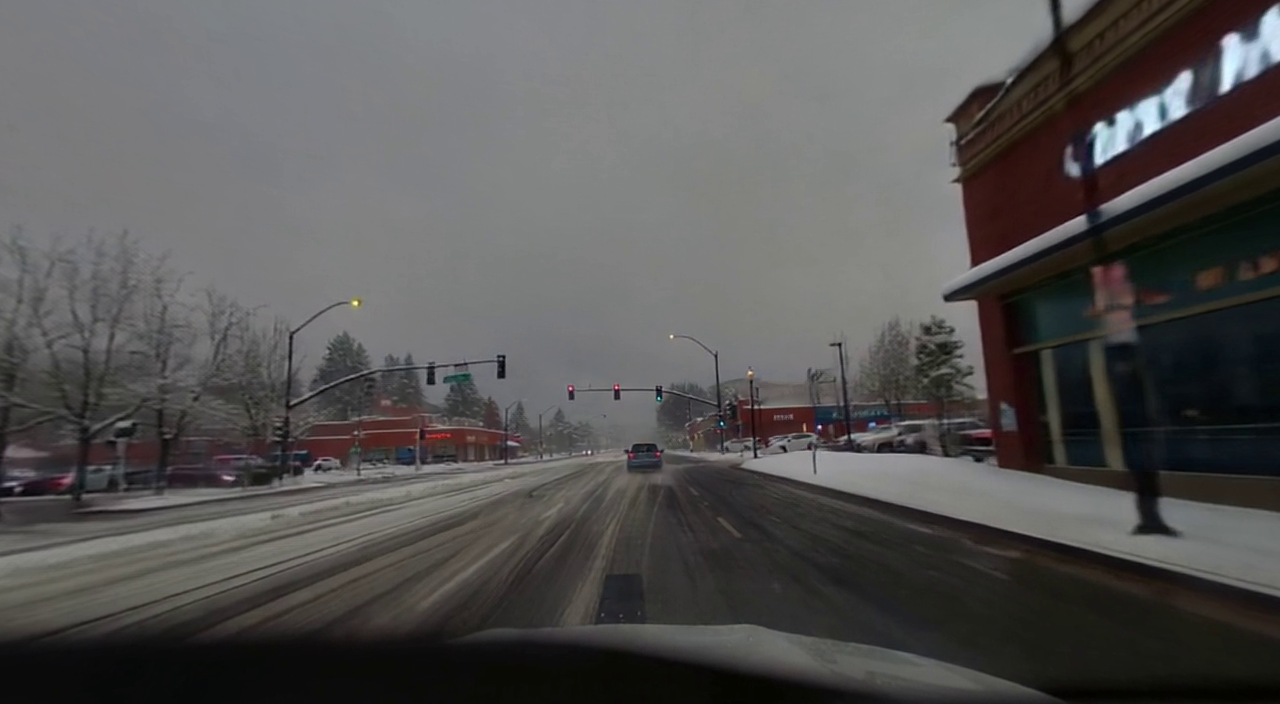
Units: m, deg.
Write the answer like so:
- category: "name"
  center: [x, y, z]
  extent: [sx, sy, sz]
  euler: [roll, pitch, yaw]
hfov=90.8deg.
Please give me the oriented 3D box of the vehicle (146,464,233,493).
- category: "vehicle"
  center: [-26.183, 7.315, 36.756]
  extent: [3.790, 1.515, 1.704]
  euler: [8, -12, -43]

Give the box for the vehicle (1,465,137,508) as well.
- category: "vehicle"
  center: [-25.928, 6.096, 28.907]
  extent: [4.256, 1.697, 1.817]
  euler: [5, -10, -33]

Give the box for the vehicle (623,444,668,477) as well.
- category: "vehicle"
  center: [0.265, 5.086, 29.925]
  extent: [1.977, 1.451, 4.032]
  euler: [0, -9, 1]

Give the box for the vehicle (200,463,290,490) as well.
- category: "vehicle"
  center: [-25.661, 8.073, 41.155]
  extent: [2.007, 1.466, 4.543]
  euler: [-8, -11, 42]

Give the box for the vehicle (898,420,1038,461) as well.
- category: "vehicle"
  center: [13.084, 3.552, 25.413]
  extent: [4.466, 1.553, 2.060]
  euler: [0, -9, -1]
